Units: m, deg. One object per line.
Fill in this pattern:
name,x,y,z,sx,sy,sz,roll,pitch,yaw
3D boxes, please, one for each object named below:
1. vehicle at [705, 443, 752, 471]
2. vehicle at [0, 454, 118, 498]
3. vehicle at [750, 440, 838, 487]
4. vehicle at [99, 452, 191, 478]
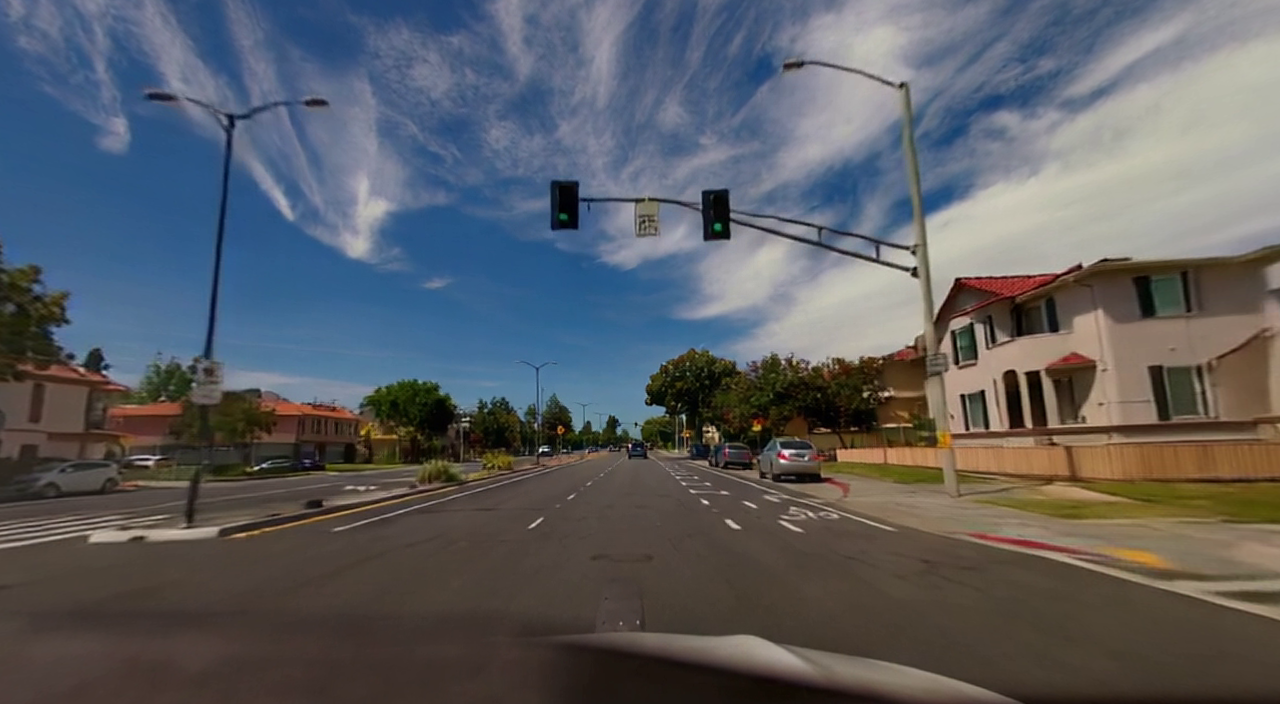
vehicle,5.496,6.567,39.919,2.131,1.604,5.543,0,-8,0
vehicle,-25.819,5.348,27.676,1.912,1.681,4.625,0,-9,-1
vehicle,5.697,4.172,24.055,2.066,1.552,4.799,0,-8,-1
vehicle,-37.915,8.653,48.456,4.982,1.915,2.401,0,-8,0
